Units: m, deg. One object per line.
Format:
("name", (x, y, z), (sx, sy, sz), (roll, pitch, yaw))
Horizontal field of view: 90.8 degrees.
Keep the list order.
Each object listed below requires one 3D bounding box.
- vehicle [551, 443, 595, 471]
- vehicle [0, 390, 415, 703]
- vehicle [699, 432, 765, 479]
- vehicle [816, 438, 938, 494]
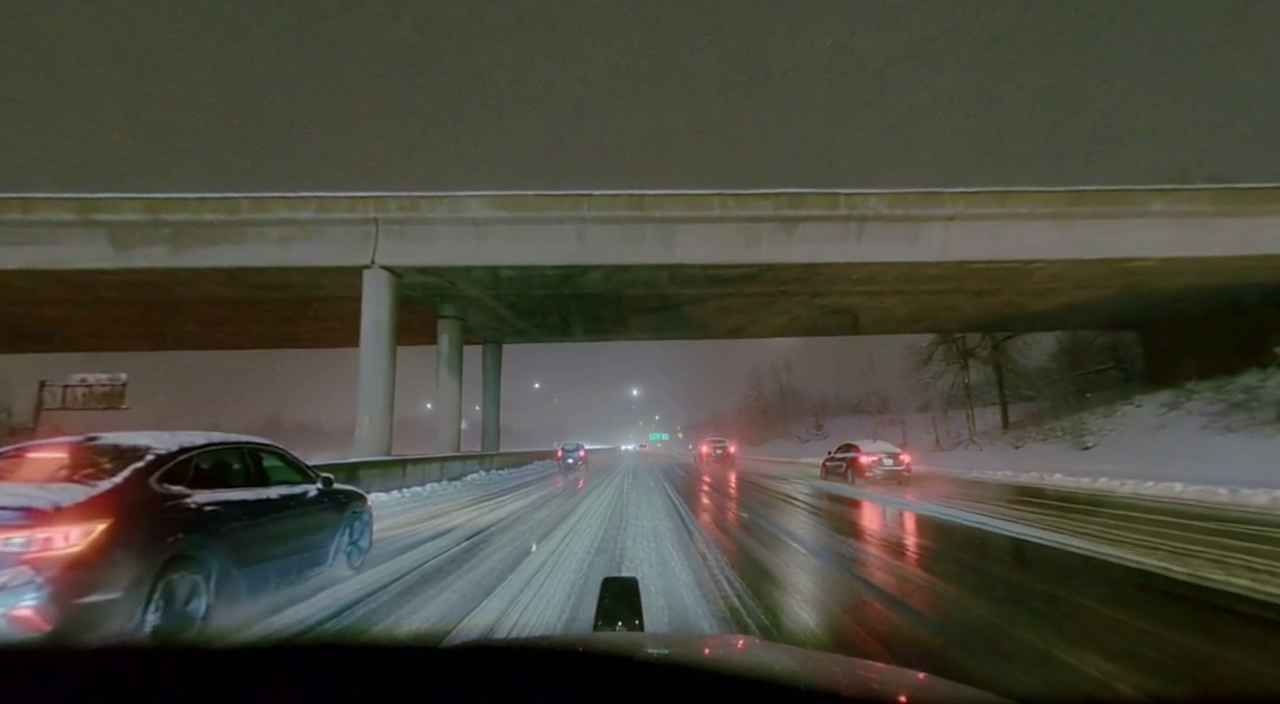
("vehicle", (-3.736, 5.924, 35.882), (2.047, 1.464, 4.387), (0, -9, 0))
("vehicle", (-3.598, 1.241, 4.852), (1.997, 1.476, 4.703), (0, -9, 0))
("vehicle", (3.704, 4.280, 26.245), (2.072, 1.761, 4.242), (0, -9, 0))
("vehicle", (6.989, 3.406, 19.194), (1.989, 1.472, 4.322), (0, -9, -1))
